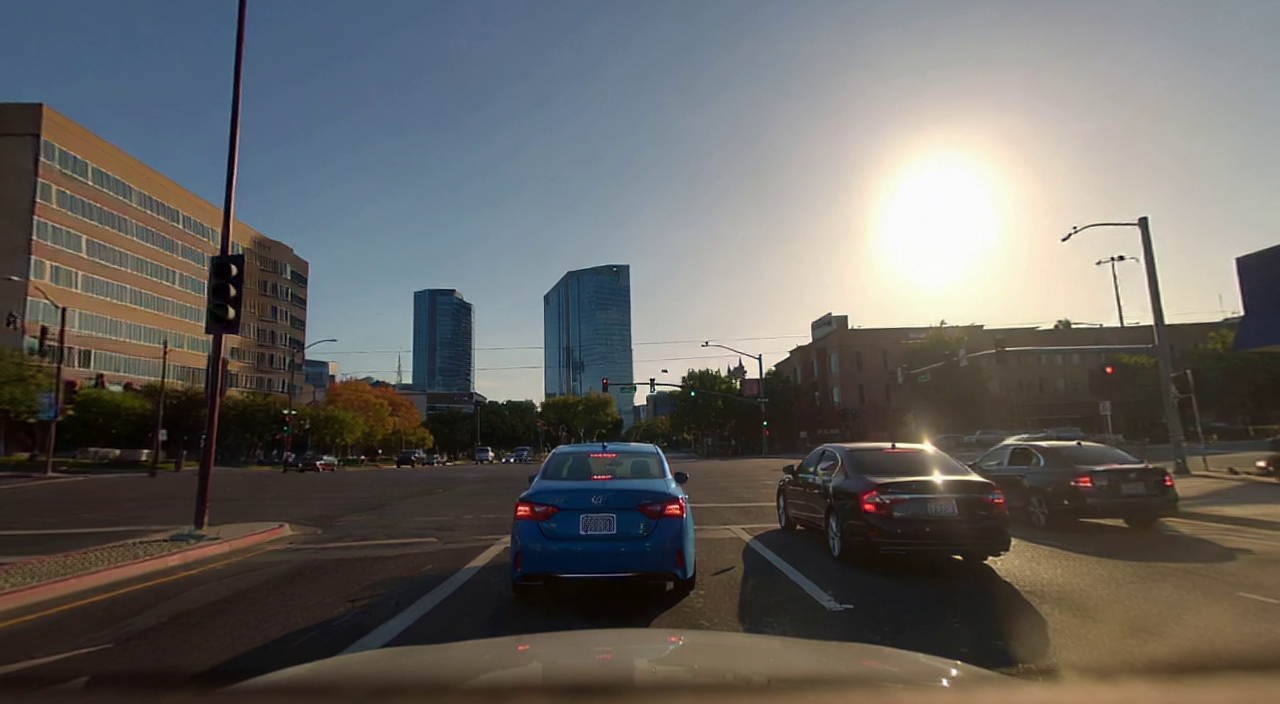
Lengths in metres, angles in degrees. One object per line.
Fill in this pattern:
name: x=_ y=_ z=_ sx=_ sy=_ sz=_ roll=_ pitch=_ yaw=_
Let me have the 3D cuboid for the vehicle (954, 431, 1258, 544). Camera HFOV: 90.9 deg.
vehicle: x=7.458 y=2.165 z=10.785 sx=1.908 sy=1.517 sz=4.182 roll=0 pitch=-8 yaw=-1

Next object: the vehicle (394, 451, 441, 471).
vehicle: x=-17.083 y=8.389 z=48.692 sx=2.048 sy=1.463 sz=4.530 roll=0 pitch=-8 yaw=-1

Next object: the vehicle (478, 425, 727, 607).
vehicle: x=-0.357 y=1.655 z=7.292 sx=2.059 sy=1.477 sz=3.988 roll=0 pitch=-8 yaw=-1

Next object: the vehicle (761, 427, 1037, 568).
vehicle: x=3.227 y=1.889 z=8.972 sx=2.042 sy=1.508 sz=4.109 roll=0 pitch=-8 yaw=-2
